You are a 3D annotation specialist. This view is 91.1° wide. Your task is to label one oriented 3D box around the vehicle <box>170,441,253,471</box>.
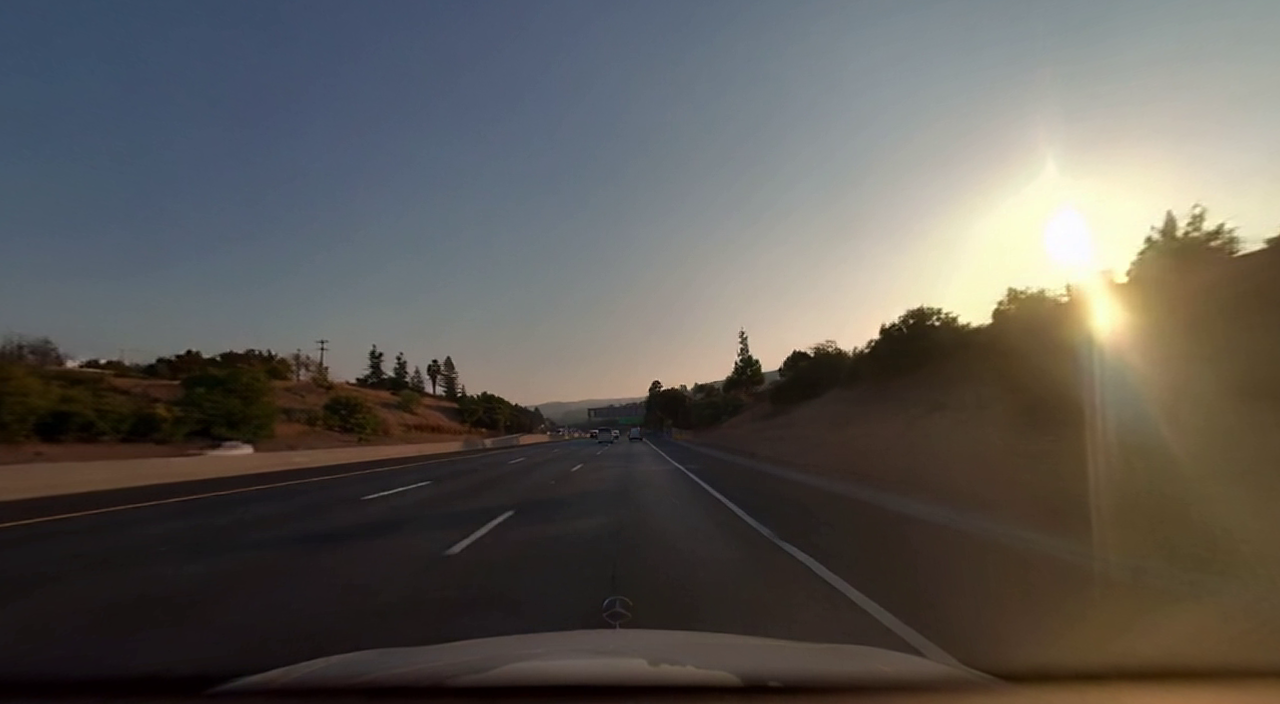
[{"bbox_3d":[-23.633,5.734,34.847,1.768,1.507,3.977,0,-8,0],"label":"vehicle"}]
